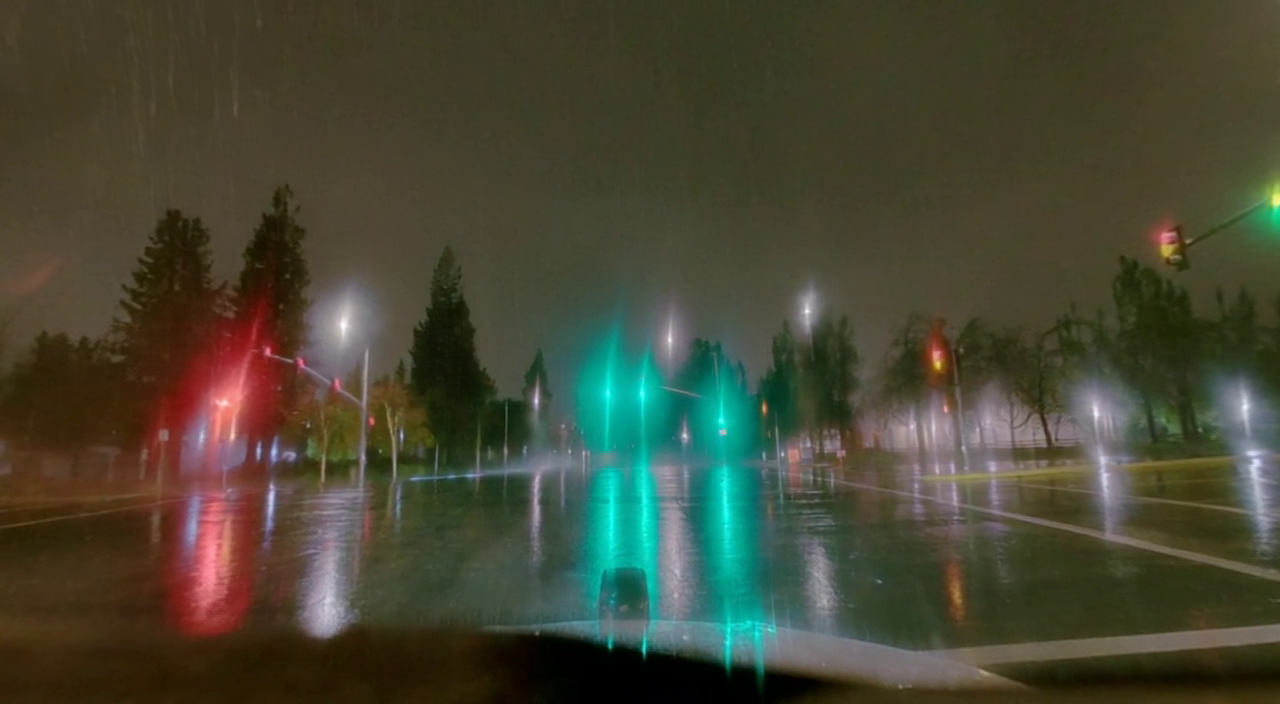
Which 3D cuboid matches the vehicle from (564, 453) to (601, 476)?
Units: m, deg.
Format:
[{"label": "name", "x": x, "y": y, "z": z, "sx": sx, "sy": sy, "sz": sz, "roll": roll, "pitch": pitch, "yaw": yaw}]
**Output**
[{"label": "vehicle", "x": -4.499, "y": 8.850, "z": 49.851, "sx": 2.030, "sy": 1.704, "sz": 4.205, "roll": -1, "pitch": -8, "yaw": 7}]
